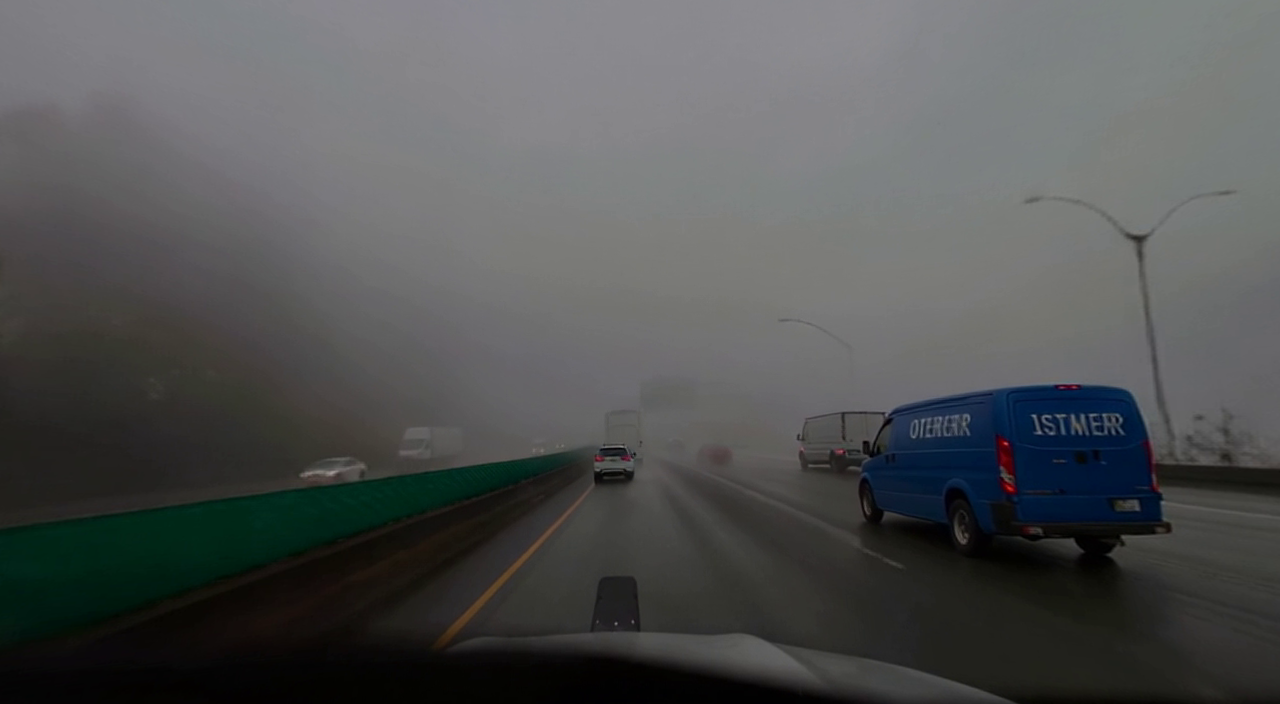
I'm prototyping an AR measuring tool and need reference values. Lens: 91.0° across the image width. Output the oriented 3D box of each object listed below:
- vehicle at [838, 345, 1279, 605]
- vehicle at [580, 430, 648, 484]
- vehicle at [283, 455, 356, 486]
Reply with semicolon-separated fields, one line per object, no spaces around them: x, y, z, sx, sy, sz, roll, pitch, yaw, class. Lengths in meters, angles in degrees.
4.378;1.304;7.513;2.223;2.008;5.121;0;-8;-1;vehicle
-0.833;3.498;21.171;2.100;1.636;3.620;0;-8;-1;vehicle
-17.919;6.622;35.423;1.805;1.485;4.297;0;-8;0;vehicle
